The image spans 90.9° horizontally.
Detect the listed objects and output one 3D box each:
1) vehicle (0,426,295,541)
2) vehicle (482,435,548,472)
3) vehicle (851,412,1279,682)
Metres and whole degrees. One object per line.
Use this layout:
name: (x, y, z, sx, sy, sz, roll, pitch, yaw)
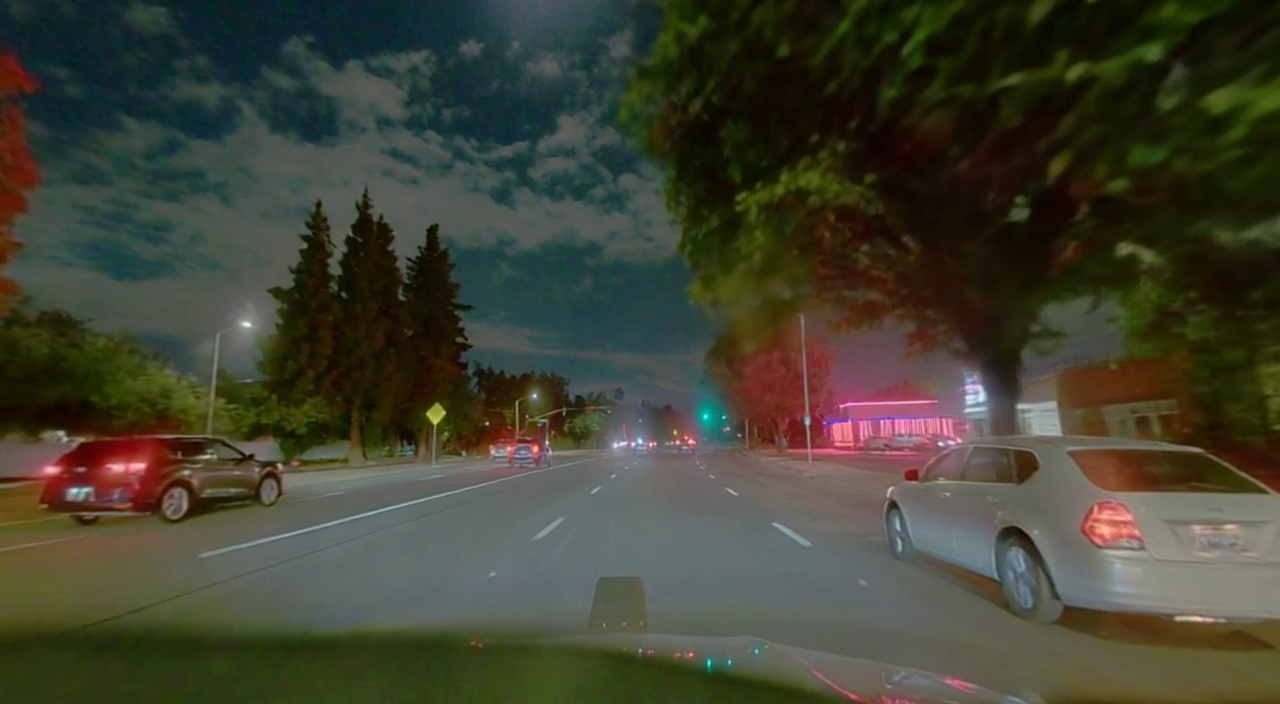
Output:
vehicle: (-8.139, 2.132, 10.913, 1.951, 1.554, 4.444, 0, -8, -3)
vehicle: (-5.809, 4.769, 29.846, 1.988, 1.597, 4.404, -1, -8, 4)
vehicle: (3.746, 1.435, 5.931, 2.003, 1.494, 4.705, 0, -8, 1)
